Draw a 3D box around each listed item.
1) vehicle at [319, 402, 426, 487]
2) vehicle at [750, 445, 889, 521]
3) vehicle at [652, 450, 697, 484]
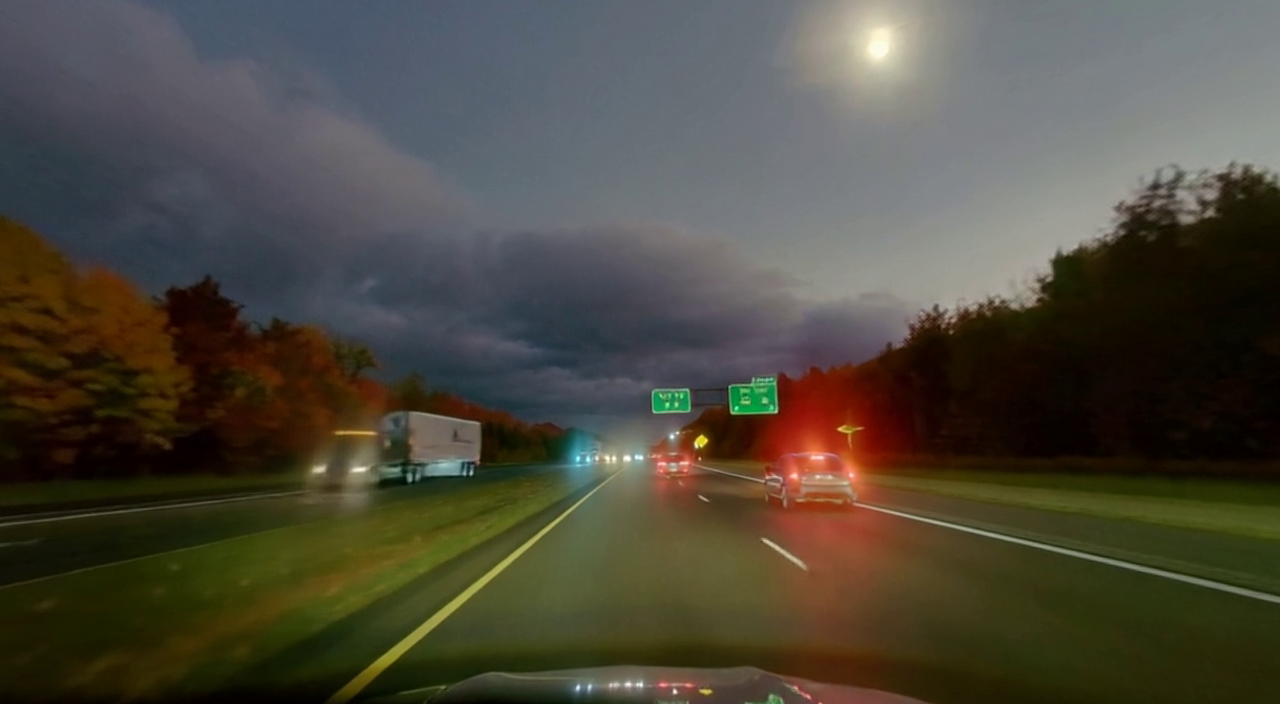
[{"bbox_3d":[-13.749,4.832,32.795,2.861,4.069,5.249,0,-9,3],"label":"vehicle"},{"bbox_3d":[4.139,3.080,15.297,2.119,1.557,4.163,0,-9,0],"label":"vehicle"},{"bbox_3d":[1.630,5.724,31.573,2.070,1.546,4.648,0,-9,1],"label":"vehicle"}]
